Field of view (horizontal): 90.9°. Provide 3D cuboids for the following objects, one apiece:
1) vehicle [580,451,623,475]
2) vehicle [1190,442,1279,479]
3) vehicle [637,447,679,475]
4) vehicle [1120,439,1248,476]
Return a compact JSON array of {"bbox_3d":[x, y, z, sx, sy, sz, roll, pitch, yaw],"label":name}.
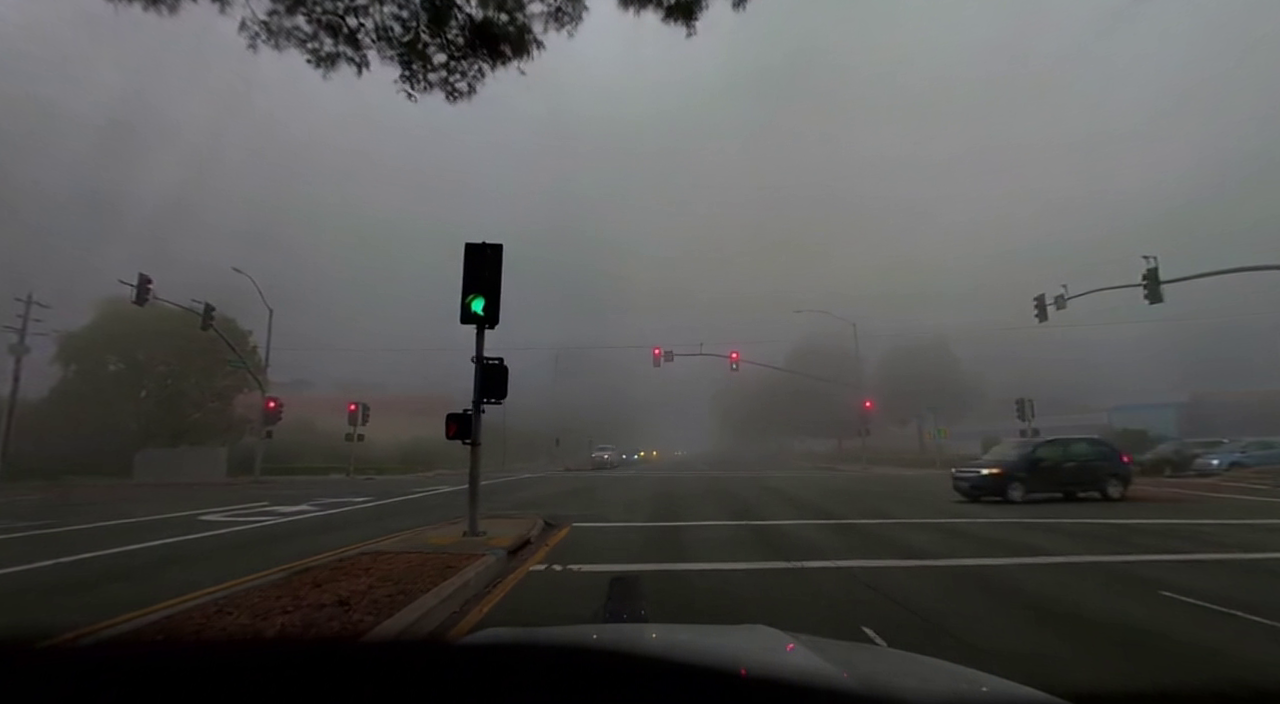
[{"bbox_3d":[-2.579,7.574,43.295,2.076,1.476,3.873,-2,-8,11],"label":"vehicle"},{"bbox_3d":[25.965,4.484,26.298,4.644,1.470,1.922,1,-8,-10],"label":"vehicle"},{"bbox_3d":[1.253,7.096,41.366,2.197,1.739,4.177,-2,-8,10],"label":"vehicle"},{"bbox_3d":[25.572,4.942,29.745,4.441,1.674,2.035,1,-8,-9],"label":"vehicle"}]
